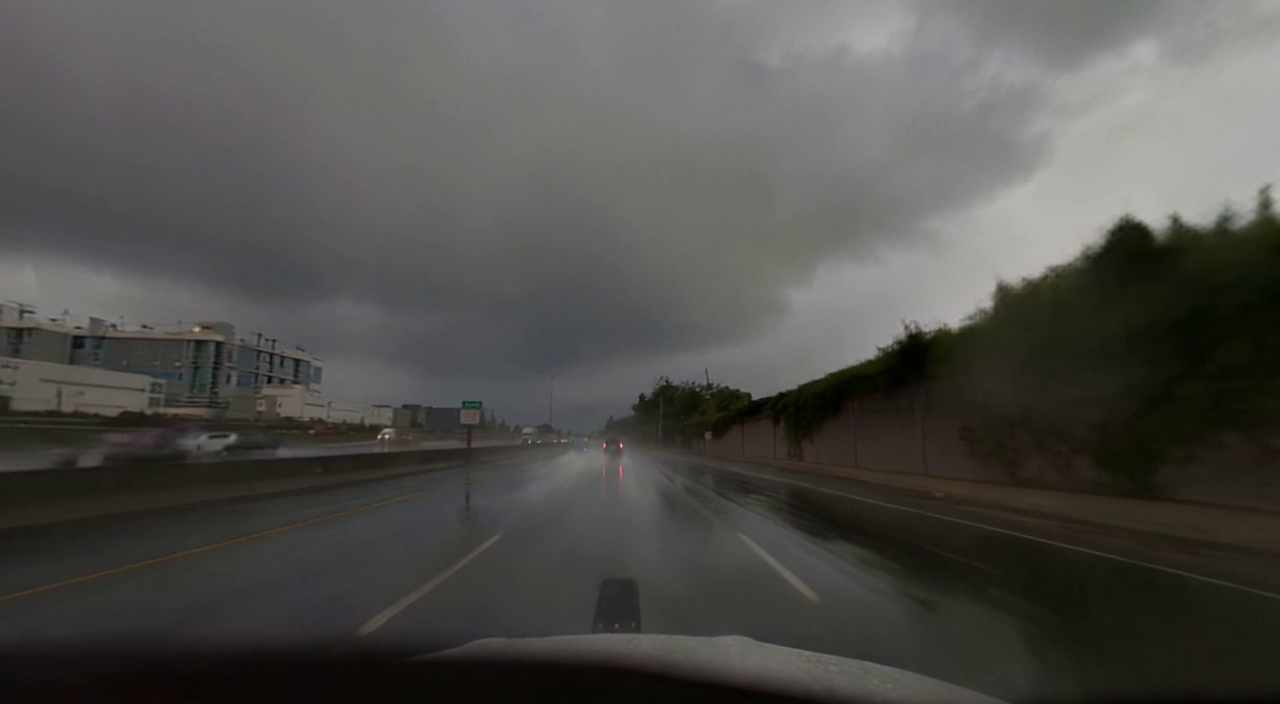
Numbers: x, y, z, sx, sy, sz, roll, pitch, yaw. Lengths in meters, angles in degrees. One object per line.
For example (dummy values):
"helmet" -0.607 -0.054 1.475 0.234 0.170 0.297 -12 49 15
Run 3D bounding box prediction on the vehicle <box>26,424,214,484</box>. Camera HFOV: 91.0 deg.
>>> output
"vehicle" -15.090 2.974 18.664 1.882 1.538 4.369 0 -8 -1
